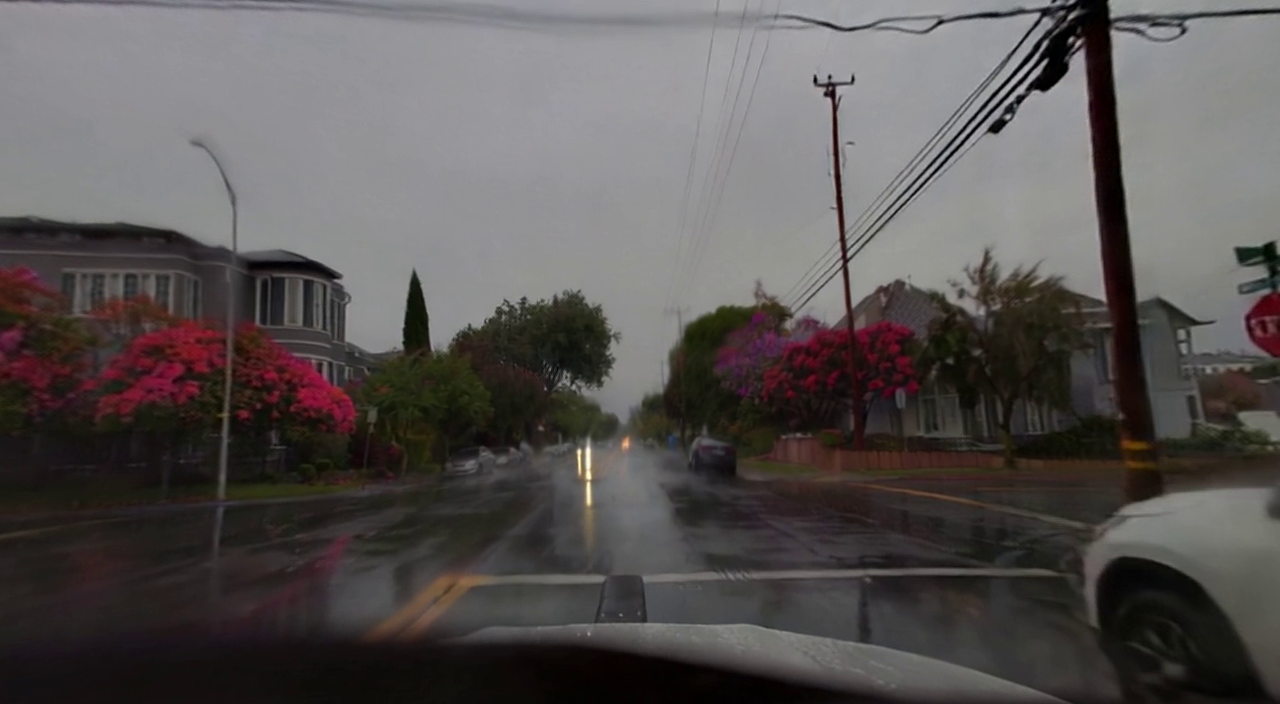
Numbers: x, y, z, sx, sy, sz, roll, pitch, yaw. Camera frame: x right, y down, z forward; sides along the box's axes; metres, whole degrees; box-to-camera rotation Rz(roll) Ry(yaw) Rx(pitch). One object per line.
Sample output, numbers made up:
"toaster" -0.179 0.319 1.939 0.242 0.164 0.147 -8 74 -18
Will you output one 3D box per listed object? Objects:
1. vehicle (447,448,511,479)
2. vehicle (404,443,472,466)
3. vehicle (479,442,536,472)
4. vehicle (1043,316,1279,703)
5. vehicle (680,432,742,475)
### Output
"vehicle" -7.289 5.054 29.035 1.926 1.307 3.909 0 -9 0
"vehicle" -13.488 6.863 42.265 3.905 1.480 1.892 0 -9 -1
"vehicle" -7.145 5.710 34.619 1.957 1.549 4.527 0 -9 2
"vehicle" 3.170 0.581 1.023 2.035 1.708 4.355 0 -9 -2
"vehicle" 3.006 4.436 27.814 2.114 1.708 4.474 0 -9 -1
